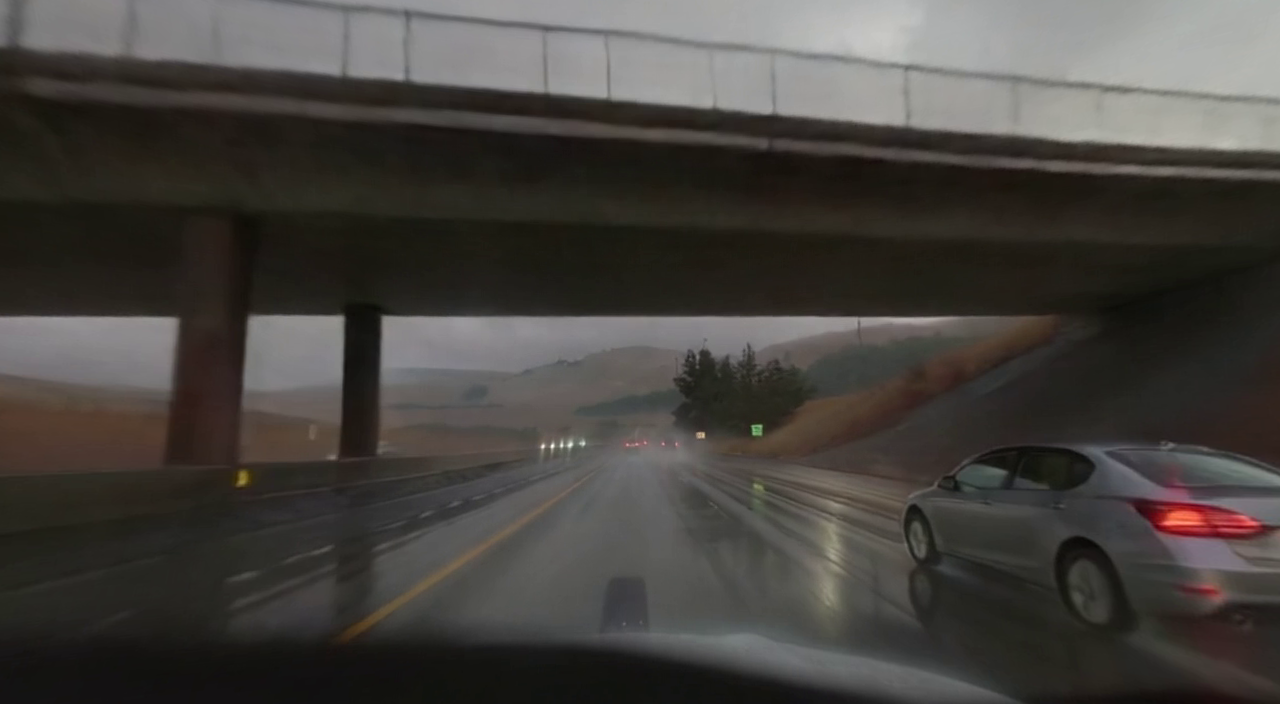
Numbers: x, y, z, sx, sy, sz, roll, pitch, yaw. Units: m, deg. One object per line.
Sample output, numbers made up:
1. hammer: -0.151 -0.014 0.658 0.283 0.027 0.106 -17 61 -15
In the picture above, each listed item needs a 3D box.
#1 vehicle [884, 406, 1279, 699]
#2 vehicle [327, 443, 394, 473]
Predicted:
1. vehicle: 4.183 1.371 5.663 2.027 1.487 4.718 0 -8 -1
2. vehicle: -17.271 6.545 39.278 2.068 1.709 4.499 0 -8 0
